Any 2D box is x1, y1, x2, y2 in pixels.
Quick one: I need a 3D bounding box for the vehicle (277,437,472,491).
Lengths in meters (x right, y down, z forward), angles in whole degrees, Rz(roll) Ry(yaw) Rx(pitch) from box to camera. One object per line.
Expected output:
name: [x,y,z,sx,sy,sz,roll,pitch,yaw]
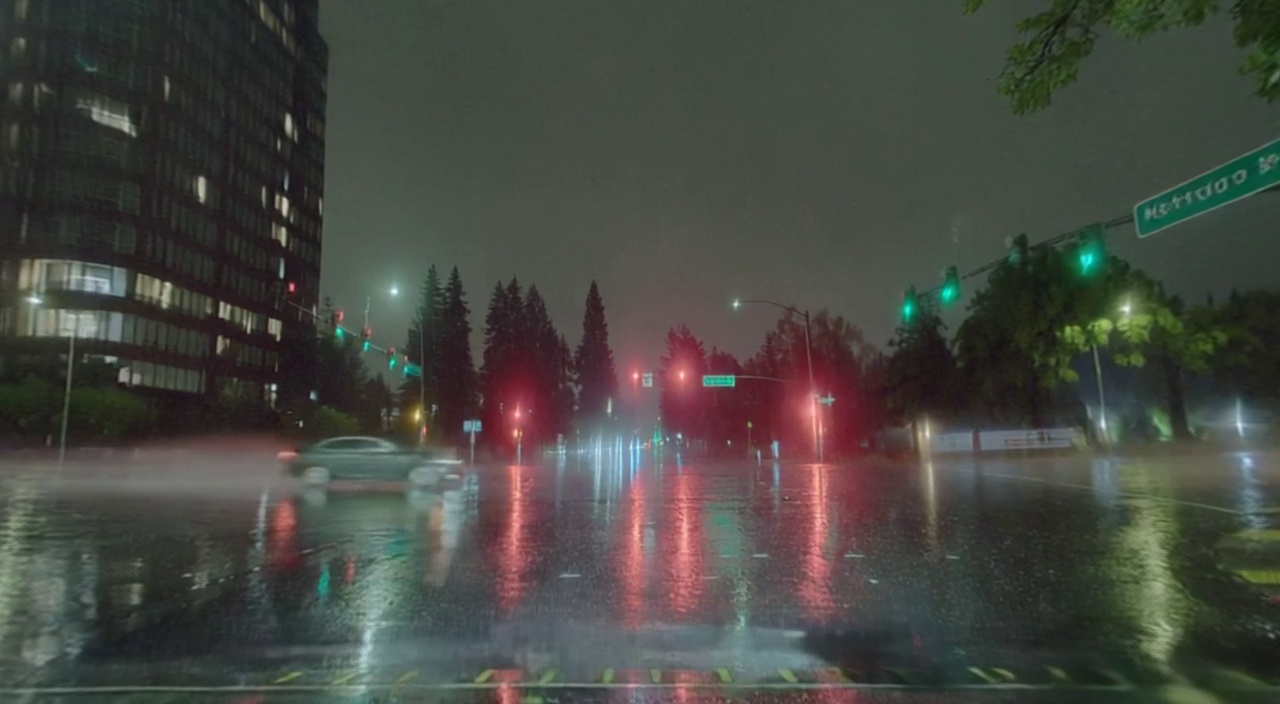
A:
vehicle: [-7.681,3.281,18.670,4.838,1.468,2.052,0,-9,1]
